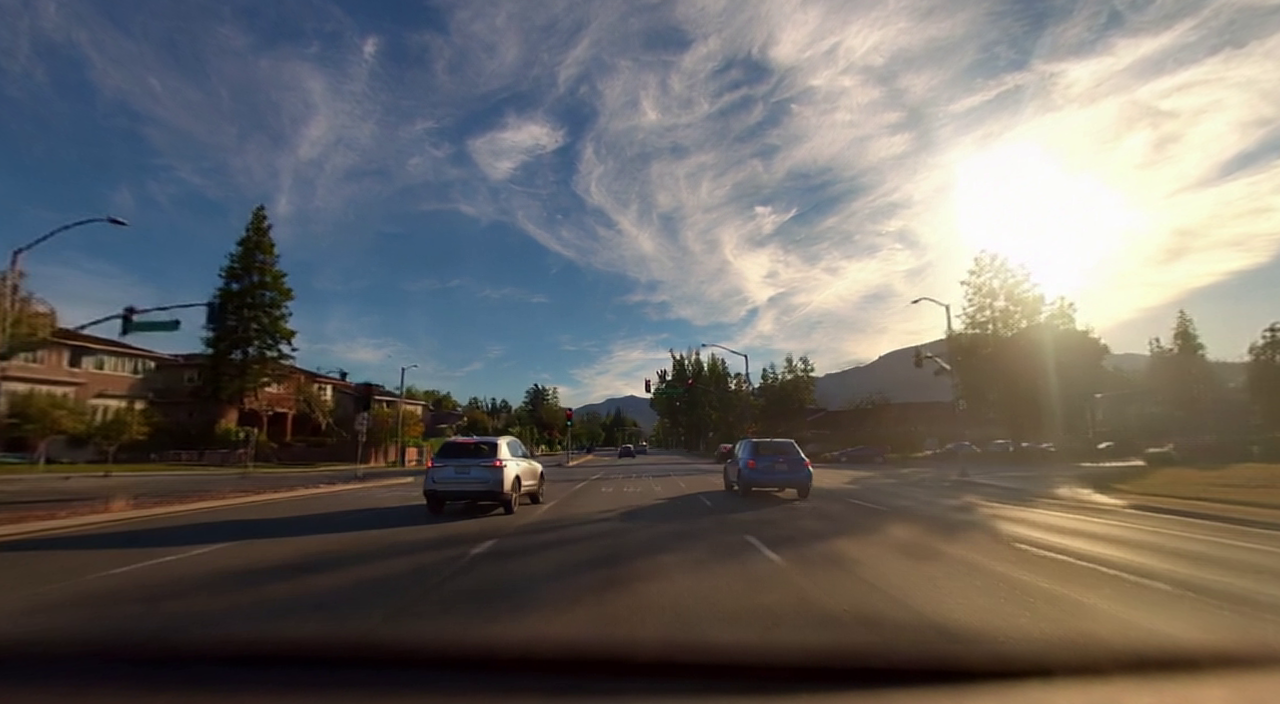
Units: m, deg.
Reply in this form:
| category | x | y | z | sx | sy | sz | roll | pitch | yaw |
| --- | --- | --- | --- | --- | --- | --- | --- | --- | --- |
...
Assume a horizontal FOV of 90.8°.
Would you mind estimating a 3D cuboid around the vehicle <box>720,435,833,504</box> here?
| category | x | y | z | sx | sy | sz | roll | pitch | yaw |
| --- | --- | --- | --- | --- | --- | --- | --- | --- | --- |
| vehicle | 3.631 | 3.199 | 17.706 | 2.132 | 1.659 | 4.387 | 0 | -9 | -1 |

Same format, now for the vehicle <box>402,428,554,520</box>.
| category | x | y | z | sx | sy | sz | roll | pitch | yaw |
| --- | --- | --- | --- | --- | --- | --- | --- | --- | --- |
| vehicle | -3.338 | 2.616 | 14.117 | 2.045 | 1.688 | 4.632 | -1 | -9 | 2 |
